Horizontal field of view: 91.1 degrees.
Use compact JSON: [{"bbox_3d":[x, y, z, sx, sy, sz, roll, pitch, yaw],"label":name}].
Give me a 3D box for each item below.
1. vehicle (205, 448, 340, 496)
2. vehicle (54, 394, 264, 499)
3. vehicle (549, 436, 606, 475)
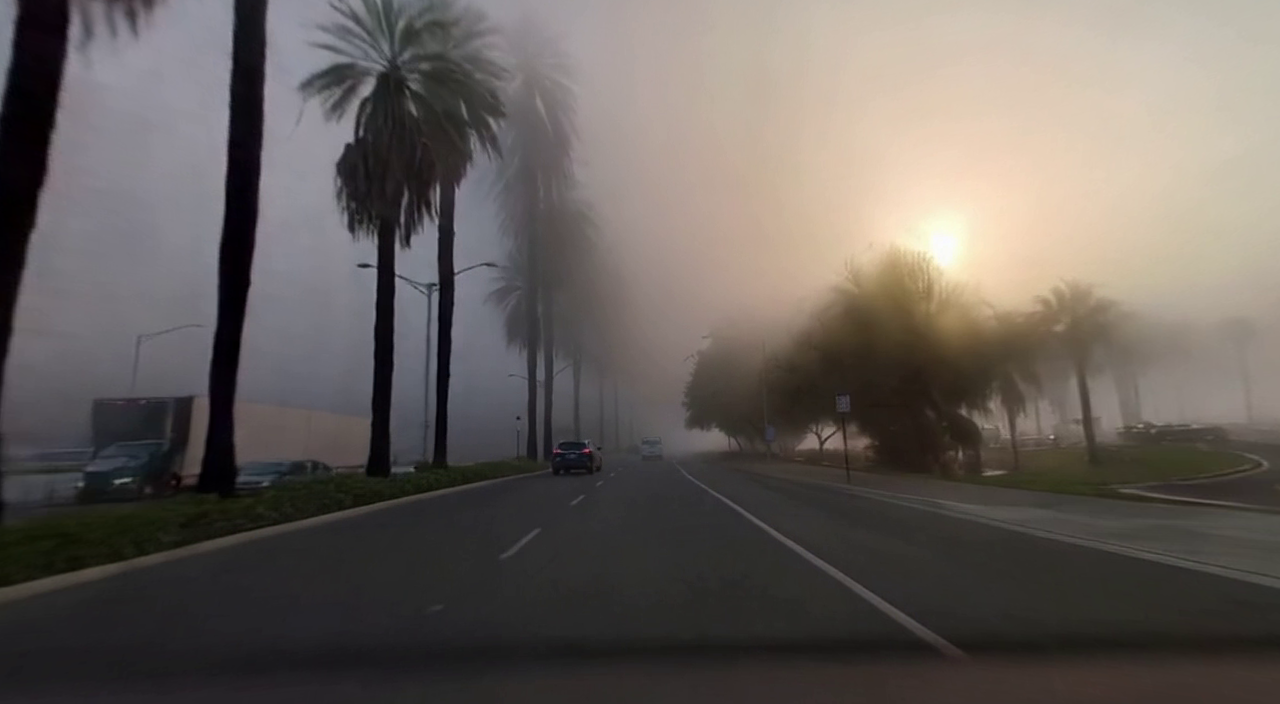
[{"bbox_3d":[-16.075,5.257,27.998,2.402,1.844,5.766,0,-8,2],"label":"vehicle"},{"bbox_3d":[-20.799,4.288,27.958,3.298,4.031,7.060,0,-10,3],"label":"vehicle"},{"bbox_3d":[-3.100,5.246,31.990,2.188,1.819,4.667,-1,-8,3],"label":"vehicle"}]
